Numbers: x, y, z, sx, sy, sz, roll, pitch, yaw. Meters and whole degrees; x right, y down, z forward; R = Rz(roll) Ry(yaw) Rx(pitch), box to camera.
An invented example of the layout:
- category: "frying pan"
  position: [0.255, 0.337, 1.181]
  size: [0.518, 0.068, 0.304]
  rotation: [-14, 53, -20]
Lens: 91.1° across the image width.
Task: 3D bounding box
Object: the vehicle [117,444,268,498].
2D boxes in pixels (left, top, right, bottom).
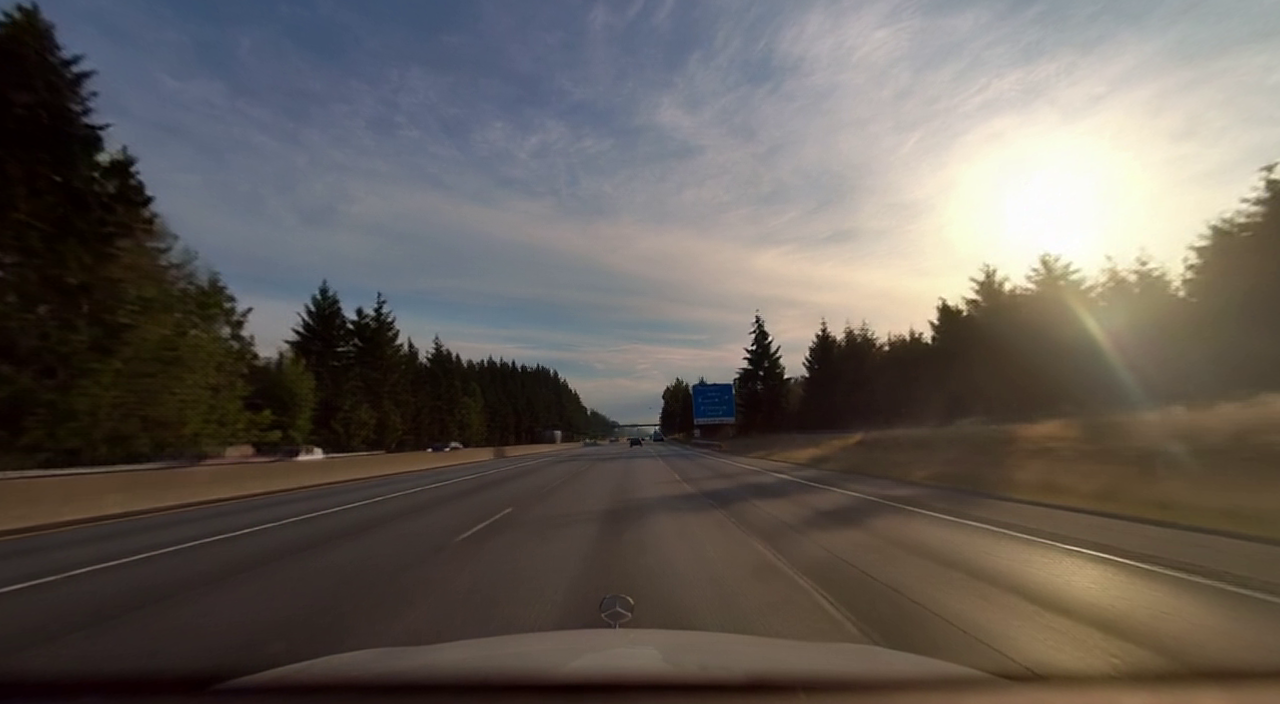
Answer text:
- category: "vehicle"
  position: [-13.352, 3.528, 19.066]
  size: [1.801, 1.390, 3.799]
  rotation: [0, -8, -1]

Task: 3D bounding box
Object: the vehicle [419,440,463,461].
- category: "vehicle"
  position: [-15.064, 7.439, 47.781]
  size: [1.994, 1.455, 4.162]
  rotation: [0, -8, 0]
